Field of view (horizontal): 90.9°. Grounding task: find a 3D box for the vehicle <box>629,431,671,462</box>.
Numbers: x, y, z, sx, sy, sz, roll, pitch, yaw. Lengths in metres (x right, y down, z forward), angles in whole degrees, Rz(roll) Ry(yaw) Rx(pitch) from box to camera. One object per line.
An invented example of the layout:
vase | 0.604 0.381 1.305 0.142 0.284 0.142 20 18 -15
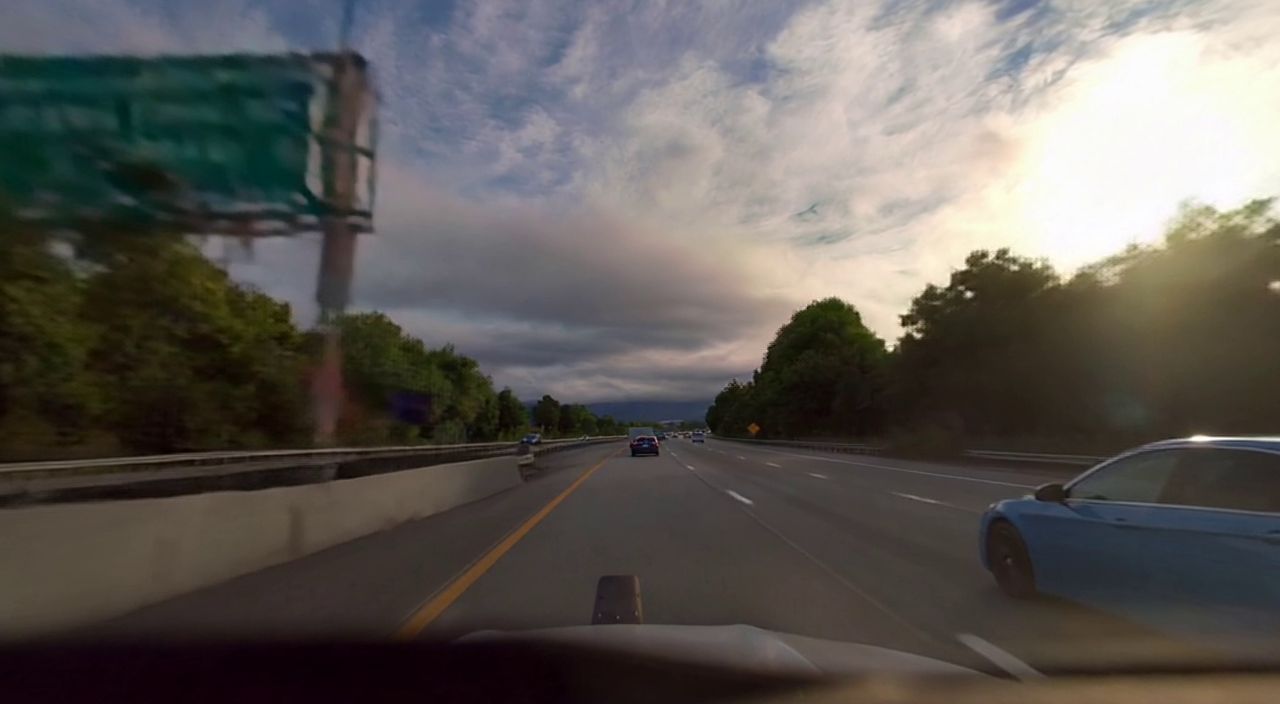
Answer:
vehicle | 0.478 4.943 33.094 2.046 1.526 3.903 0 -8 -1

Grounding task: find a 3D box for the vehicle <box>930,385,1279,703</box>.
vehicle | 3.589 0.973 3.264 1.981 1.467 4.459 0 -8 -1
